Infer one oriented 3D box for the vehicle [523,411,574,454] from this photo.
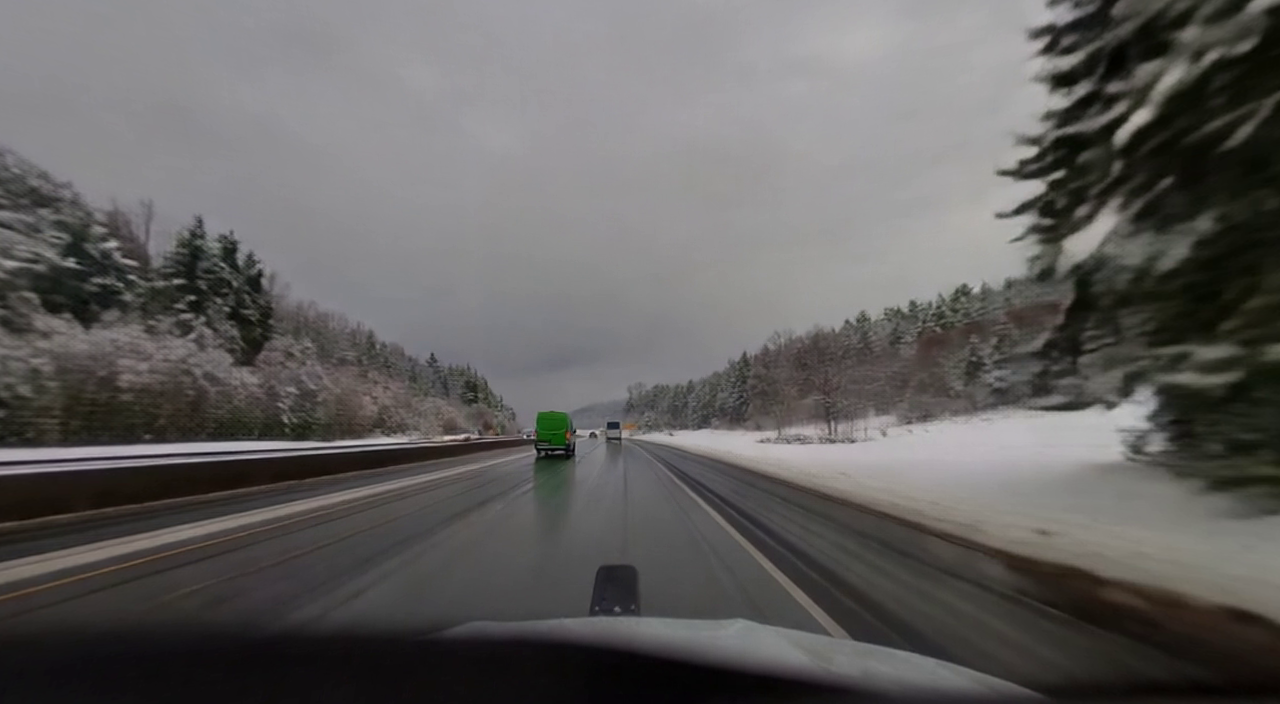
[{"bbox_3d":[-5.721,5.171,40.143,2.561,2.509,5.465,0,-8,-1],"label":"vehicle"}]
